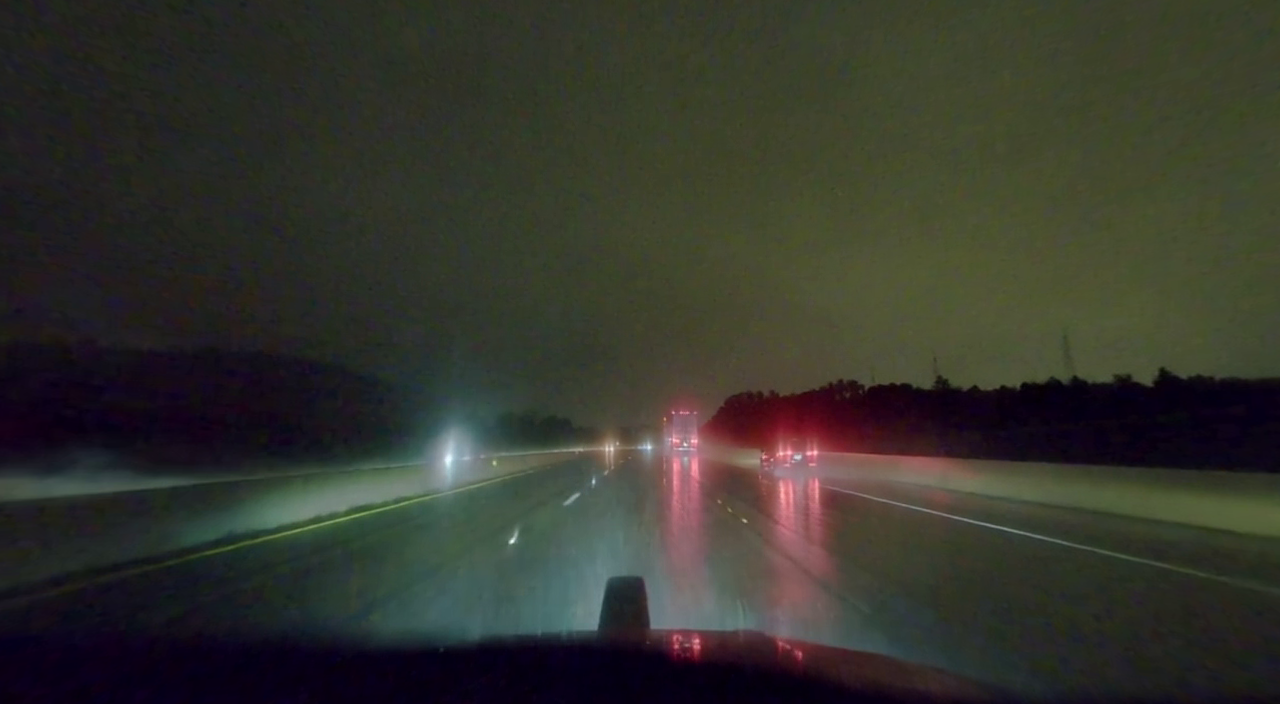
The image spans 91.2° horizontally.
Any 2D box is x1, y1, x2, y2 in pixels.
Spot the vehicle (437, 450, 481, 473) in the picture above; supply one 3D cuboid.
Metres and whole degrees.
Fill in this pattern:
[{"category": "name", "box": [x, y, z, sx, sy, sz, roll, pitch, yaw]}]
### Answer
[{"category": "vehicle", "box": [-12.620, 7.653, 44.037, 1.860, 1.528, 4.016, 0, -8, 0]}]
